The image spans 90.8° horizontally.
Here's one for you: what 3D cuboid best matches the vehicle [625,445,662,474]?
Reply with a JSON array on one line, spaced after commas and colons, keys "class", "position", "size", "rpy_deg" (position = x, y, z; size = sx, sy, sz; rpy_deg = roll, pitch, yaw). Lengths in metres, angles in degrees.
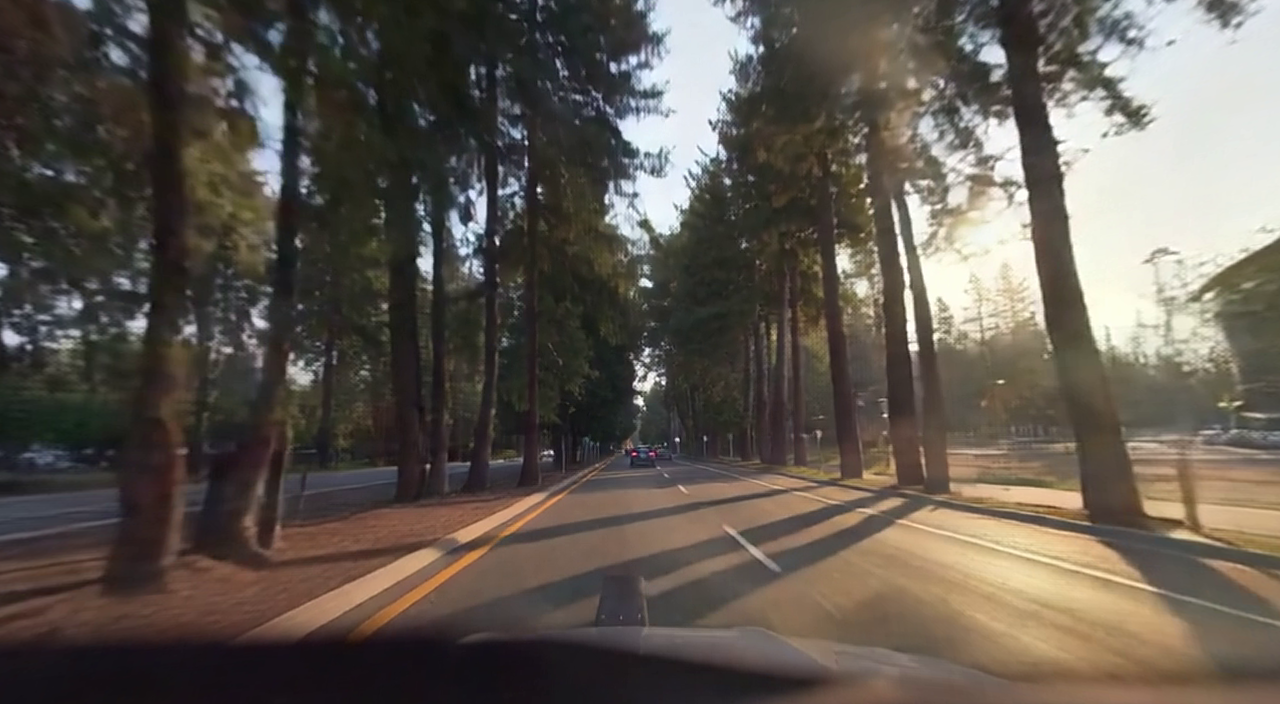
[{"class": "vehicle", "position": [0.151, 6.377, 37.597], "size": [2.048, 1.584, 4.393], "rpy_deg": [1, -9, -1]}]
